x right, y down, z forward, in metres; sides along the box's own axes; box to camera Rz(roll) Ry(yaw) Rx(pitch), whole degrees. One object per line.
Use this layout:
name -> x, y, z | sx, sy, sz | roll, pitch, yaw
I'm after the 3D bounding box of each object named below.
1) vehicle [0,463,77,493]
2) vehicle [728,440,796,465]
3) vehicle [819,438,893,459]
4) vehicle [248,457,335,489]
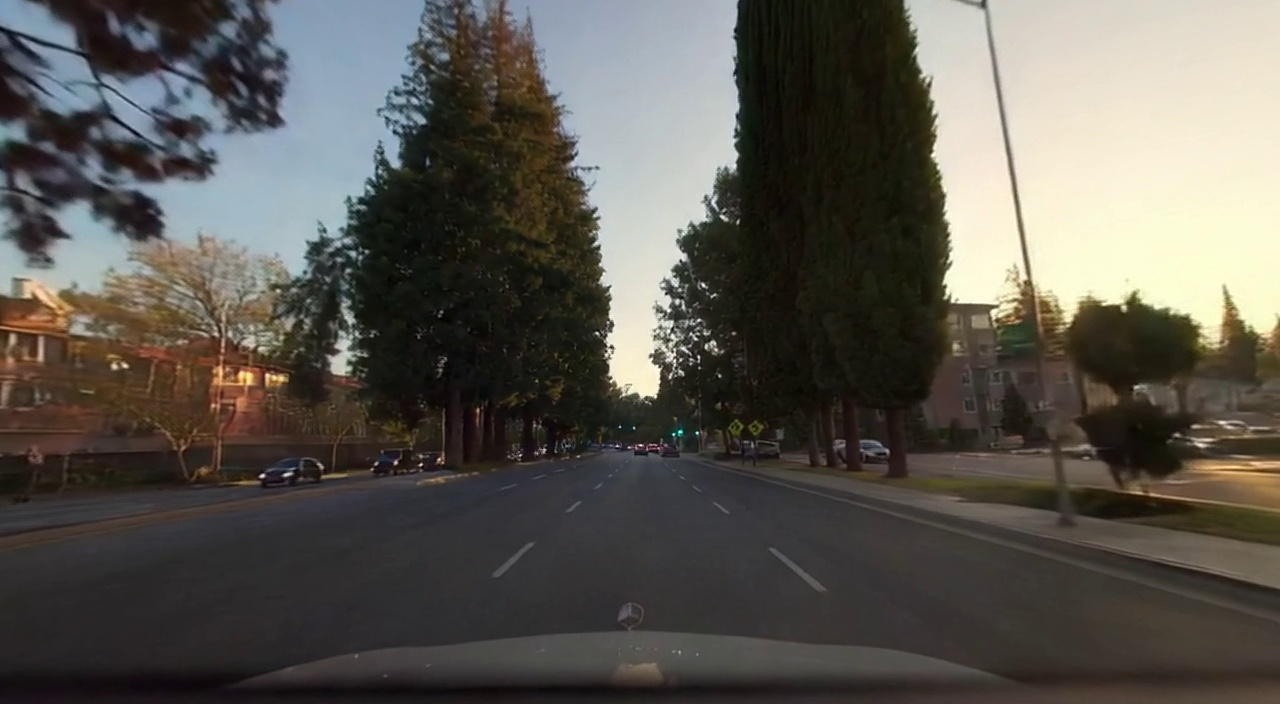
vehicle -> -38.906, 7.913, 39.752 | 1.841, 1.632, 4.609 | -3, -9, 19
vehicle -> 8.835, 7.280, 45.937 | 4.451, 1.469, 1.961 | -3, -7, -1
vehicle -> 15.678, 7.040, 45.868 | 4.632, 1.491, 1.994 | 0, -8, 0
vehicle -> -18.256, 6.348, 33.322 | 1.938, 1.493, 4.694 | 0, -8, 0
